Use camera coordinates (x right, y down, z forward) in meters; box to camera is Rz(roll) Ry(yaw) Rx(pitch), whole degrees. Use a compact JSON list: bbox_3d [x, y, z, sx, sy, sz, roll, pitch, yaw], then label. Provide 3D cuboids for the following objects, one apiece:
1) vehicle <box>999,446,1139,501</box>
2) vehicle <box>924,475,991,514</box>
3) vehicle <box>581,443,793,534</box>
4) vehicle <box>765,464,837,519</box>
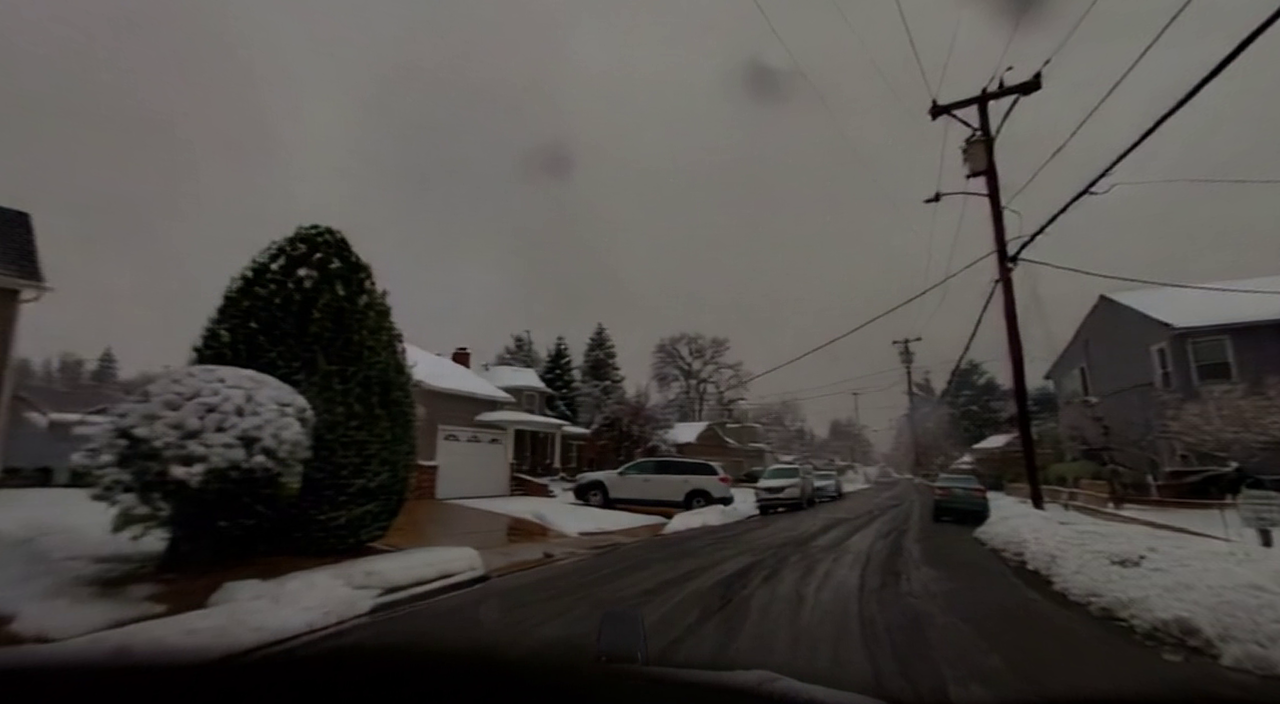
[{"bbox_3d":[17.303,4.878,25.734,4.249,1.905,1.904,-3,-5,19],"label":"vehicle"},{"bbox_3d":[16.924,7.607,33.696,3.005,1.535,4.025,-2,-17,27],"label":"vehicle"},{"bbox_3d":[1.223,3.211,15.383,4.537,1.595,2.471,1,-9,21],"label":"vehicle"},{"bbox_3d":[5.889,4.899,22.697,2.081,1.589,4.691,-3,-9,18],"label":"vehicle"}]
